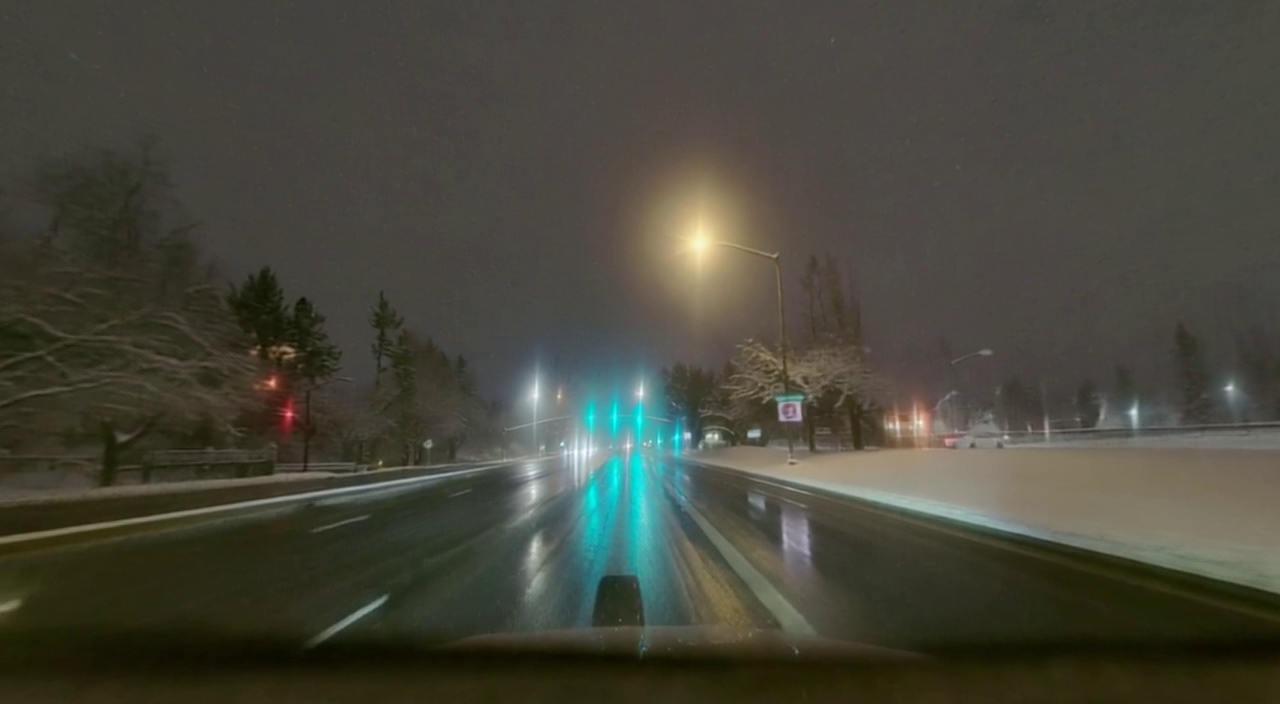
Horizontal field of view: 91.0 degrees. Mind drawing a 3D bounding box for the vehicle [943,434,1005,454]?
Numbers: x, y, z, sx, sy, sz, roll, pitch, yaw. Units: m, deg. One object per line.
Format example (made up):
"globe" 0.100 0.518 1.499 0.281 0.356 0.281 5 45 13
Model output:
"vehicle" 24.764 6.871 46.895 1.907 1.444 5.150 0 -9 1
